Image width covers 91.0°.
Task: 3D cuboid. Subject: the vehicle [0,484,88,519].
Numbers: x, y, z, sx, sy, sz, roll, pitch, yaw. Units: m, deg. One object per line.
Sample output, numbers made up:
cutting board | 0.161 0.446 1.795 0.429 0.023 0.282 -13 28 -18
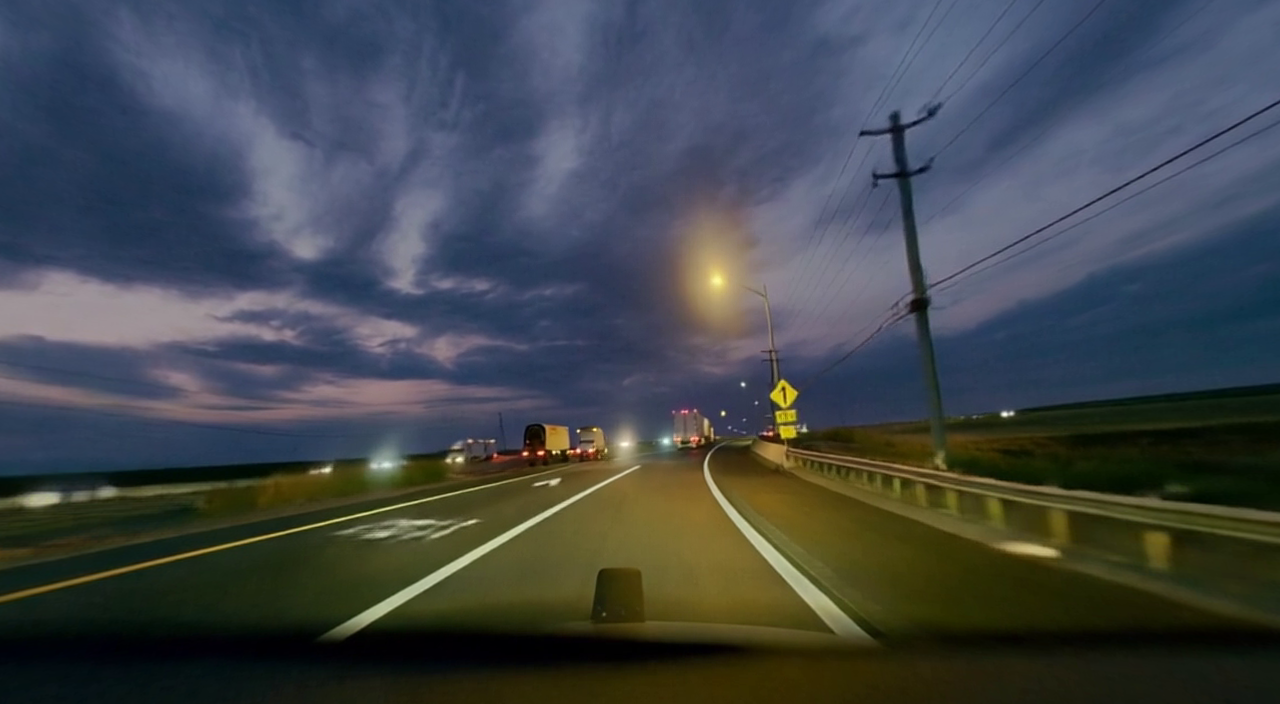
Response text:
vehicle | -33.042 8.071 34.193 1.811 1.516 4.140 -2 -9 13
